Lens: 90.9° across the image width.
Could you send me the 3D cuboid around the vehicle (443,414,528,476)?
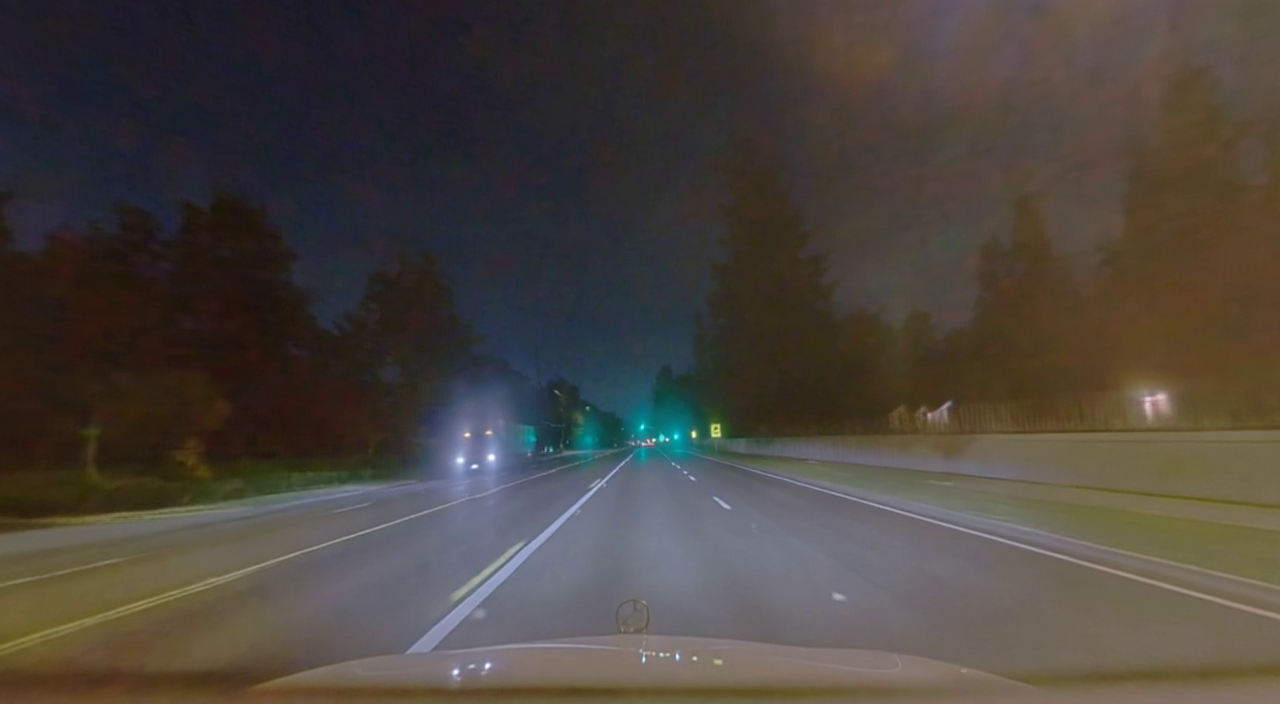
[{"bbox_3d":[-8.698,5.373,36.714,2.757,3.141,8.316,0,-8,1],"label":"vehicle"}]
